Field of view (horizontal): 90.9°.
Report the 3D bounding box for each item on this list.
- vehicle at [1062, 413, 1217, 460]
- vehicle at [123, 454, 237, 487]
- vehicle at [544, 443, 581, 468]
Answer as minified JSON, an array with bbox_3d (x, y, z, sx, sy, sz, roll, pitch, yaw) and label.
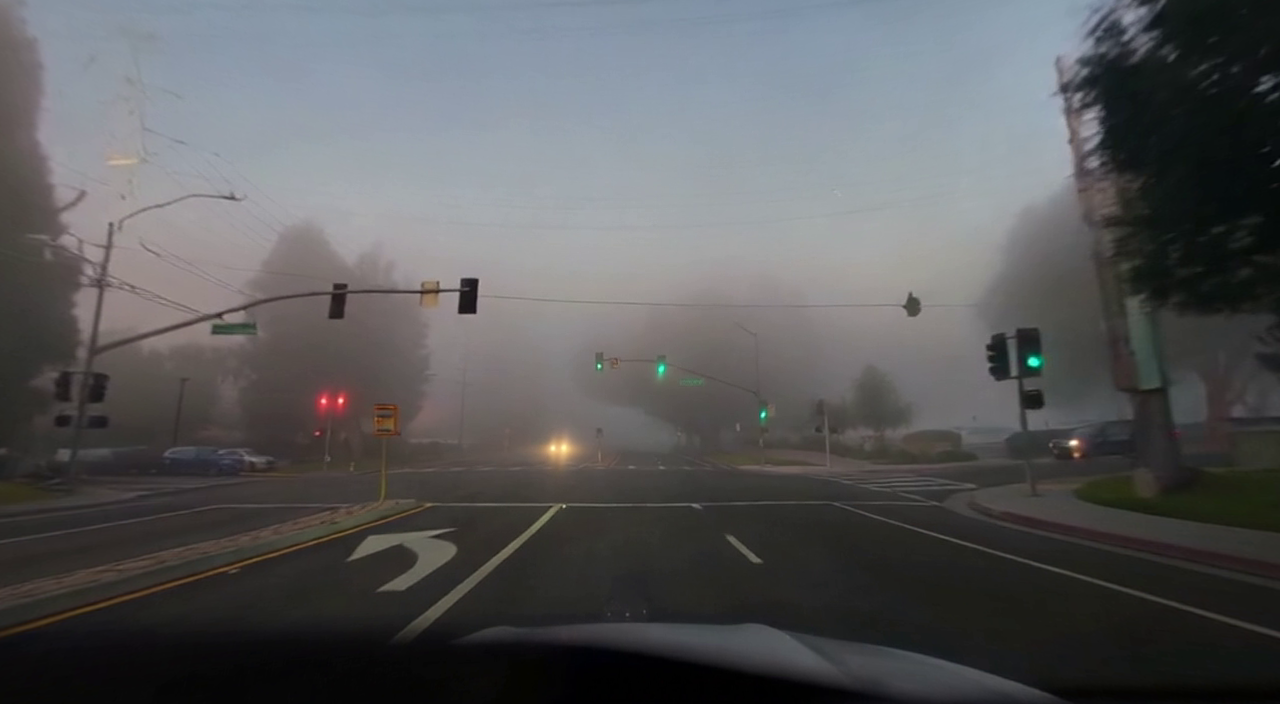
[{"bbox_3d":[21.652,3.715,27.521,4.775,1.952,2.239,0,-9,0],"label":"vehicle"},{"bbox_3d":[-24.737,6.373,34.019,4.553,1.722,1.915,0,-9,-2],"label":"vehicle"},{"bbox_3d":[-5.156,6.958,42.691,1.948,1.471,5.408,2,-8,-2],"label":"vehicle"}]
